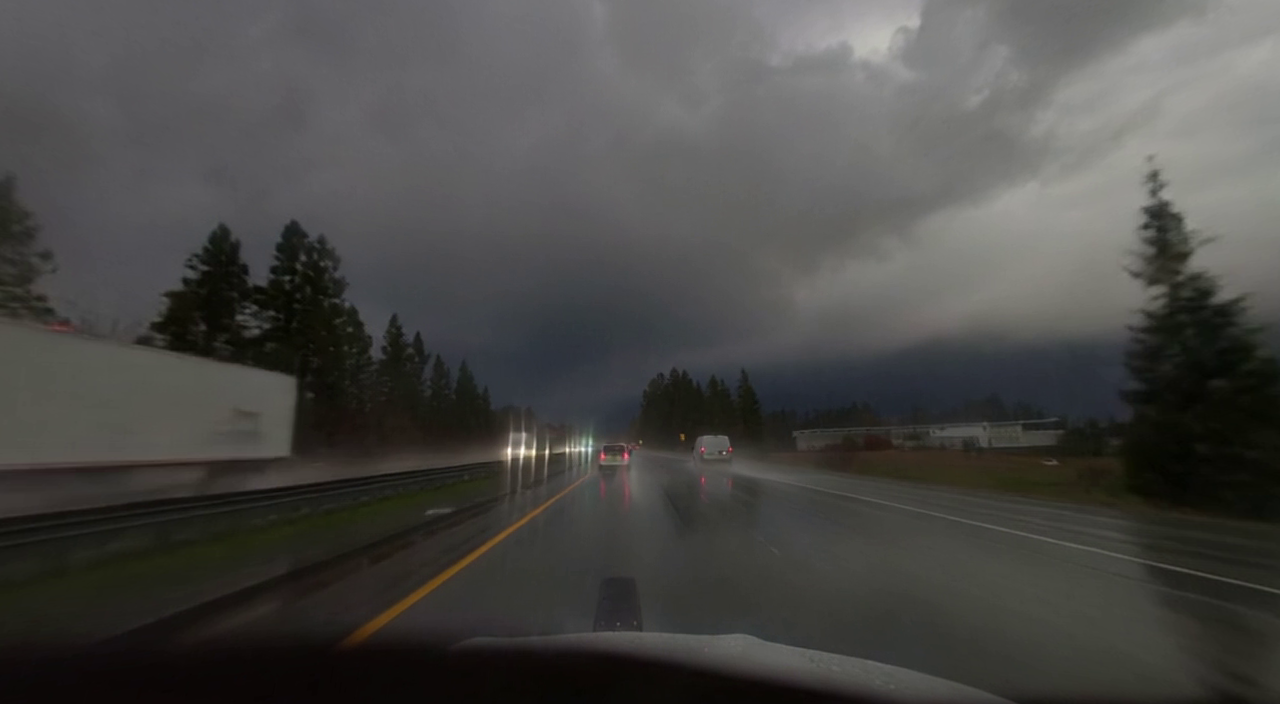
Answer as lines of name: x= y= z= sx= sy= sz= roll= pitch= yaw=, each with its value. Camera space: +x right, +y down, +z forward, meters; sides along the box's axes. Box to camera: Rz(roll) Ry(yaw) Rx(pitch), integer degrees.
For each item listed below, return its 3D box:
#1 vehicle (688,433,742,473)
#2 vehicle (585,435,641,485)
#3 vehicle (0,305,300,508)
vehicle: x=3.838 y=5.292 z=33.019 sx=2.179 sy=1.930 sz=4.538 roll=0 pitch=-9 yaw=-1
vehicle: x=-0.975 y=4.147 z=24.232 sx=1.963 sy=1.711 sz=4.284 roll=0 pitch=-9 yaw=-1
vehicle: x=-14.623 y=1.802 z=17.183 sx=2.913 sy=4.112 sz=13.955 roll=0 pitch=-9 yaw=-1
